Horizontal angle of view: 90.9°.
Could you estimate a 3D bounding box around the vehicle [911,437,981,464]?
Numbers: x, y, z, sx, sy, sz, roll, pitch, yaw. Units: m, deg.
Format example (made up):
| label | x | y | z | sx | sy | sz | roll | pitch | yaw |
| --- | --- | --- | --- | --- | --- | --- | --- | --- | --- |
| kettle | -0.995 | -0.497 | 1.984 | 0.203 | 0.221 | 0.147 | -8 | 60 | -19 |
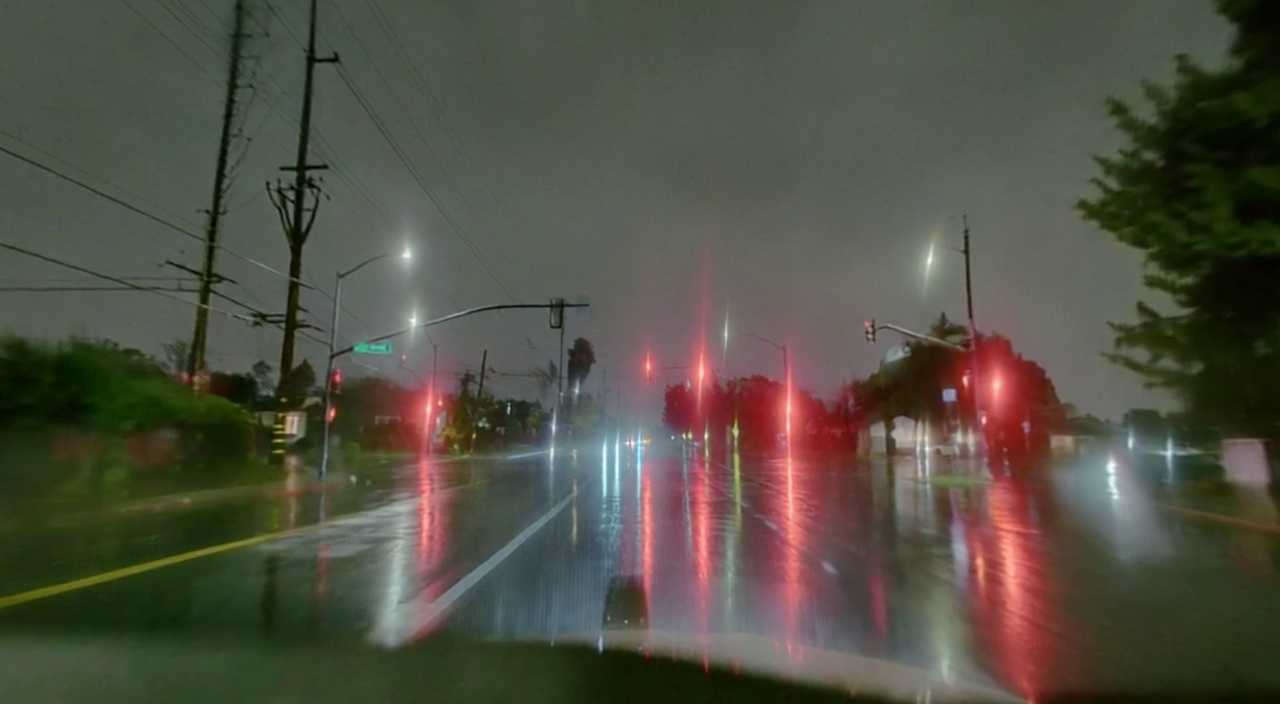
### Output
| label | x | y | z | sx | sy | sz | roll | pitch | yaw |
| --- | --- | --- | --- | --- | --- | --- | --- | --- | --- |
| vehicle | 23.097 | 7.477 | 47.822 | 2.030 | 1.927 | 4.853 | 2 | -9 | -13 |
